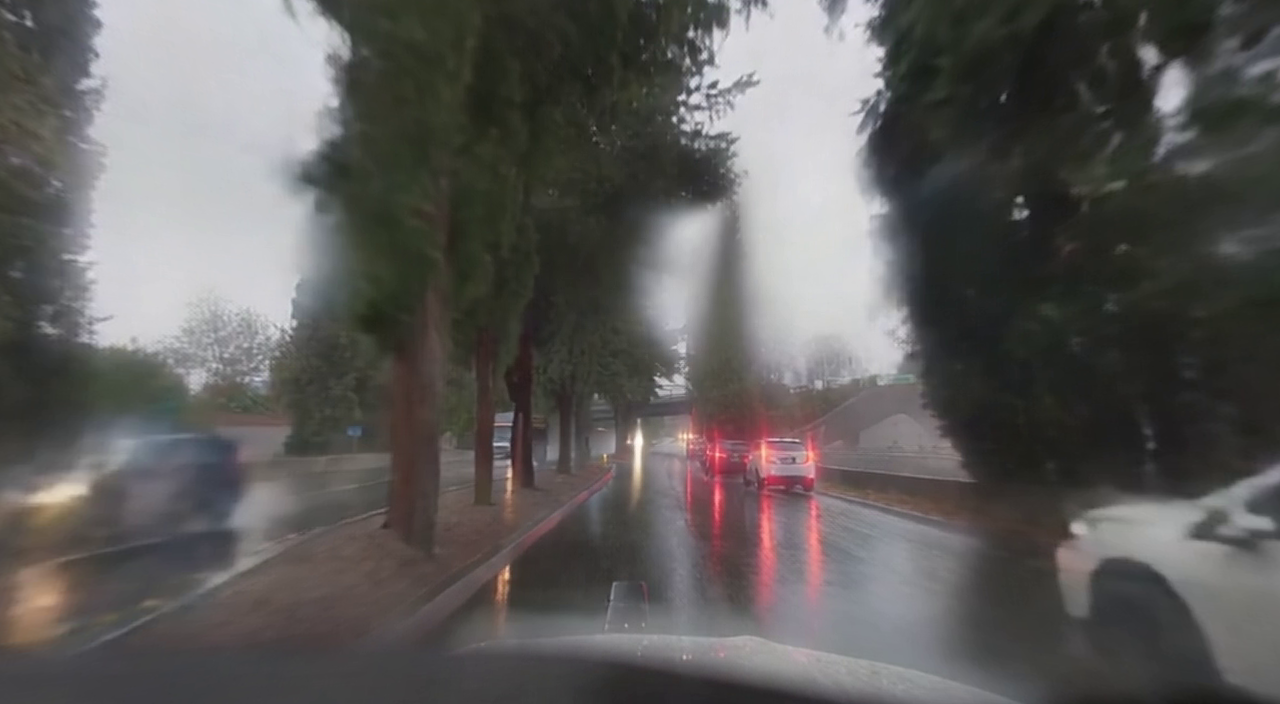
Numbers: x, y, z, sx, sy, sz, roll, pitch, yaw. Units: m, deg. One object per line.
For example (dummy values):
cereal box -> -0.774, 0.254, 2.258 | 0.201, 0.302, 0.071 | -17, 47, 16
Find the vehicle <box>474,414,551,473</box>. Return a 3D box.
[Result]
vehicle -> -6.005, 4.437, 30.526 | 2.273, 2.556, 5.337 | -1, -8, 4

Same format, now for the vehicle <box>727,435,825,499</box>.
vehicle -> 3.950, 3.406, 19.073 | 1.972, 1.682, 4.397 | 0, -8, 0

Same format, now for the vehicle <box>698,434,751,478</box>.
vehicle -> 3.943, 4.928, 30.144 | 1.985, 1.895, 4.496 | 0, -8, 1

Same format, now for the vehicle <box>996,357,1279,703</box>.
vehicle -> 3.395, 0.833, 2.172 | 1.868, 1.694, 4.184 | 0, -8, 0

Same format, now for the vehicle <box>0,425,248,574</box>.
vehicle -> -7.327, 1.758, 8.122 | 1.846, 1.498, 3.886 | -1, -8, 4
